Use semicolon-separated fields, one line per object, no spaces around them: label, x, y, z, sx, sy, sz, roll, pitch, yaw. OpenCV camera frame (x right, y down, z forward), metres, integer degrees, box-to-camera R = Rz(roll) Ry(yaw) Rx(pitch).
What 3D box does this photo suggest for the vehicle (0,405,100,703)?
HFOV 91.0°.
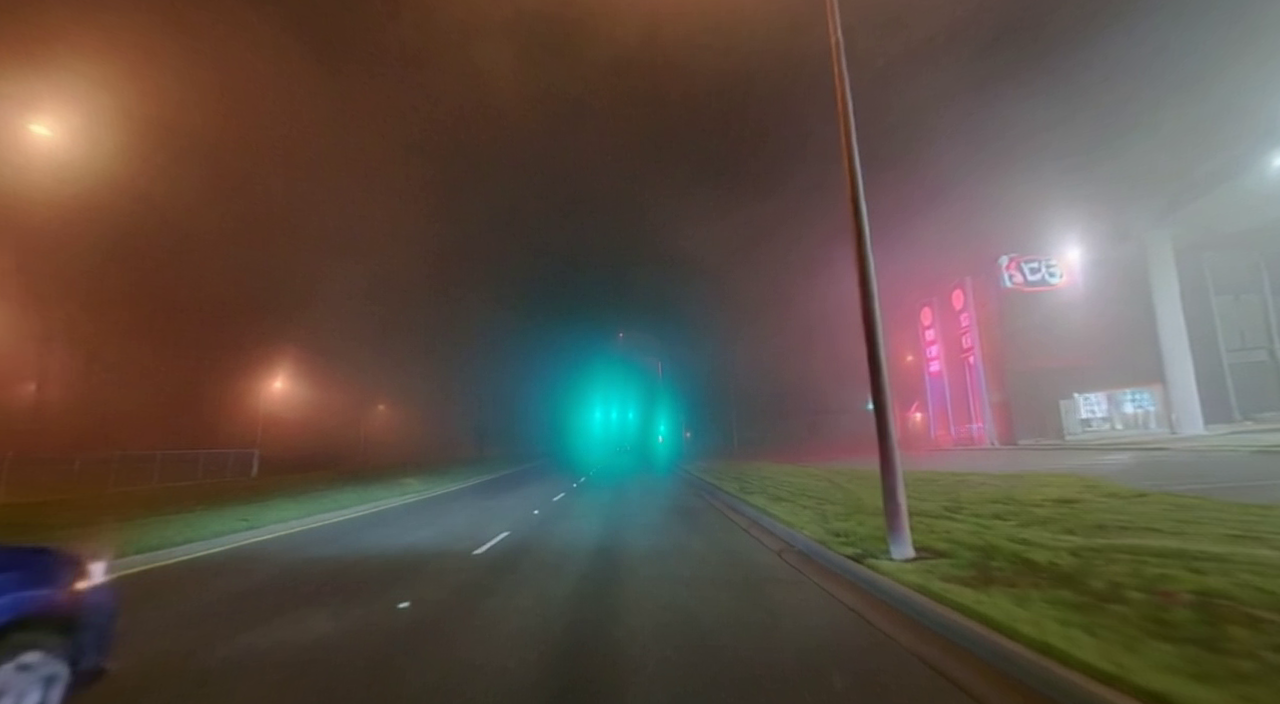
vehicle;-3.495;0.677;0.477;2.160;1.497;4.573;0;-8;-1
